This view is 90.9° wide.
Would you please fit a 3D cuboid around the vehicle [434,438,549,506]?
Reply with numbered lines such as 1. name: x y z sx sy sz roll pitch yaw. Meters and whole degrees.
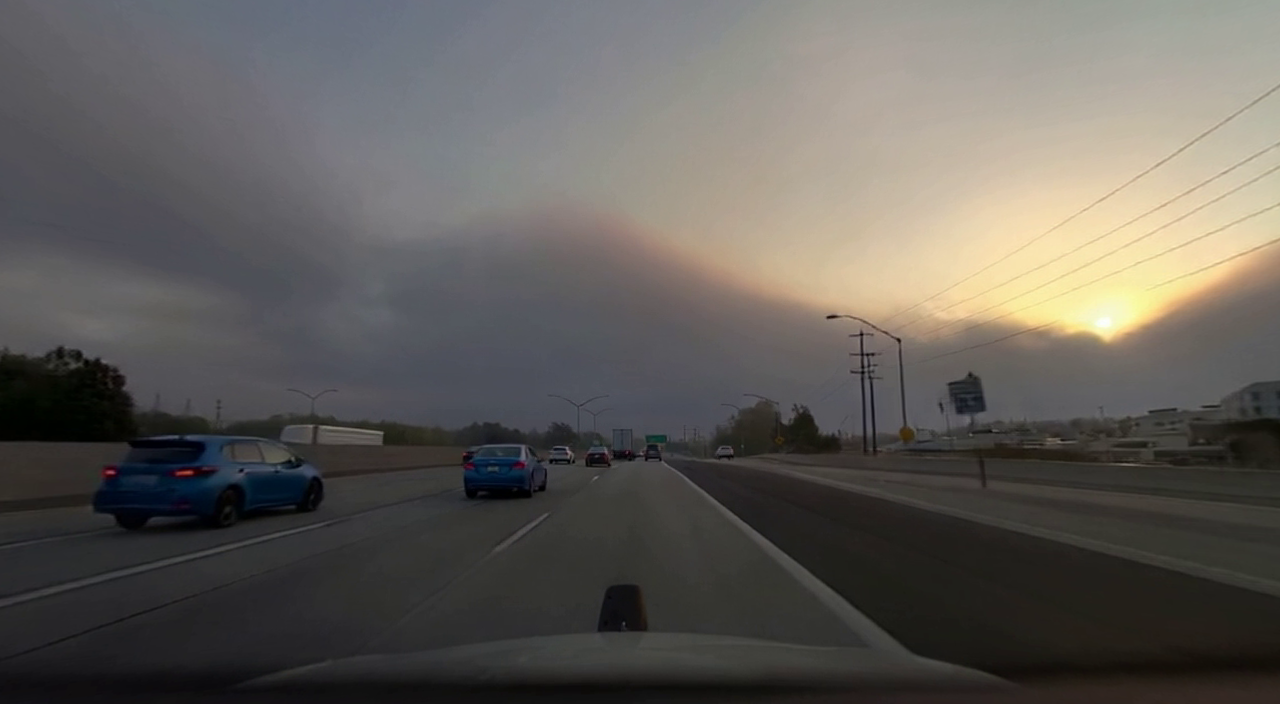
1. vehicle: -3.592 2.950 15.963 1.953 1.511 3.704 0 -8 1

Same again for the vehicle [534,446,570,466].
1. vehicle: -6.777 8.052 49.106 1.961 1.442 4.321 -1 -8 3

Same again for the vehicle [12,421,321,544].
1. vehicle: -7.673 2.124 10.952 1.970 1.682 4.297 0 -8 1
